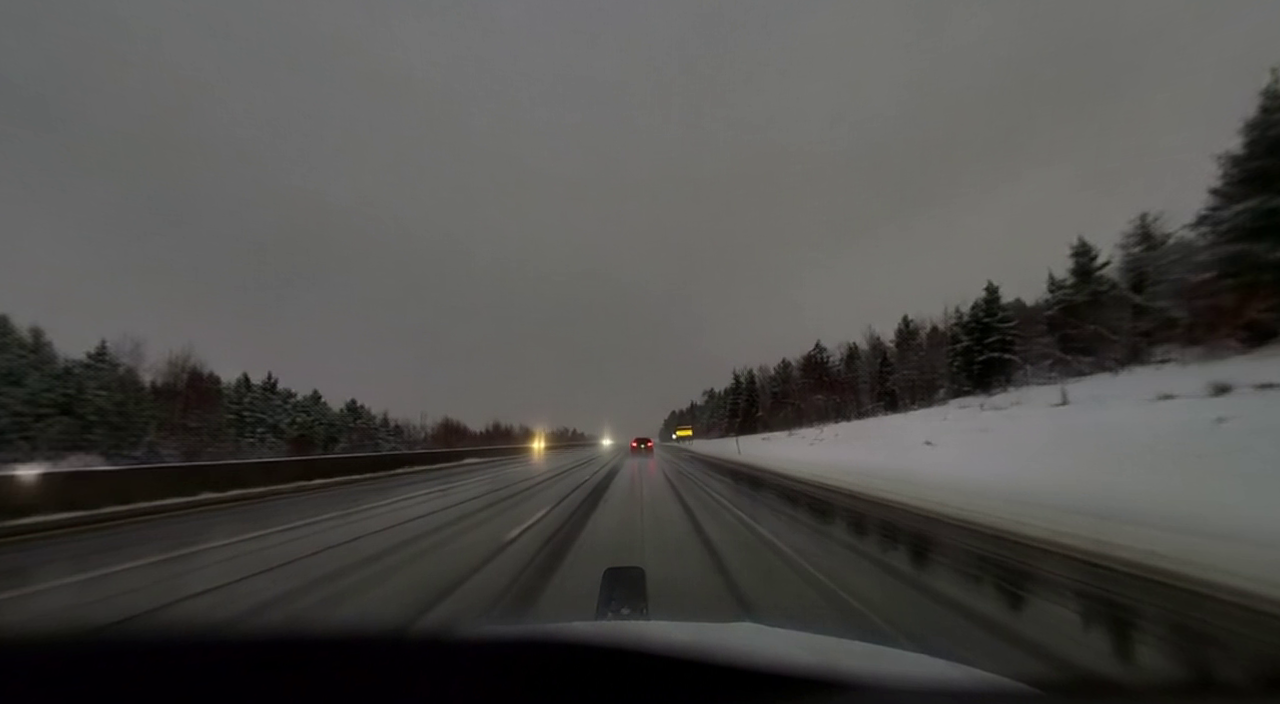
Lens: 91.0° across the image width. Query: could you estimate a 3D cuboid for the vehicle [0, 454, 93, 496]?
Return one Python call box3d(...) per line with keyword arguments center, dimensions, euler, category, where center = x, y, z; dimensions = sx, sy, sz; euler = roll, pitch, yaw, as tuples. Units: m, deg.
box3d(center=(-25.146, 4.958, 25.529), dimensions=(1.856, 1.497, 4.413), euler=(0, -8, 1), category="vehicle")
